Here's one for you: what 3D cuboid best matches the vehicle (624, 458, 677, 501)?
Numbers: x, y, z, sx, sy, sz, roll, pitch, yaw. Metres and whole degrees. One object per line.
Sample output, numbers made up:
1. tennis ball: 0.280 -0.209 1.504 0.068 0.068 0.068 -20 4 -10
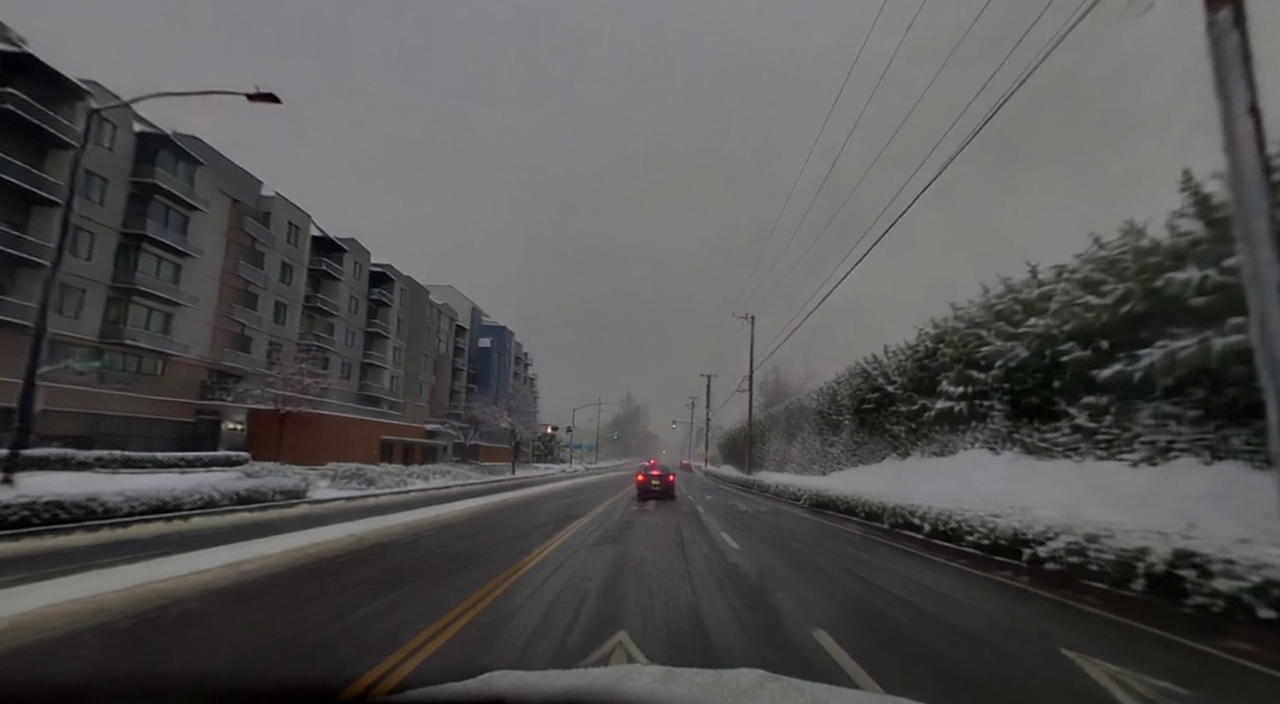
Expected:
1. vehicle: 0.490 5.404 26.781 2.067 1.629 3.858 0 -11 2
